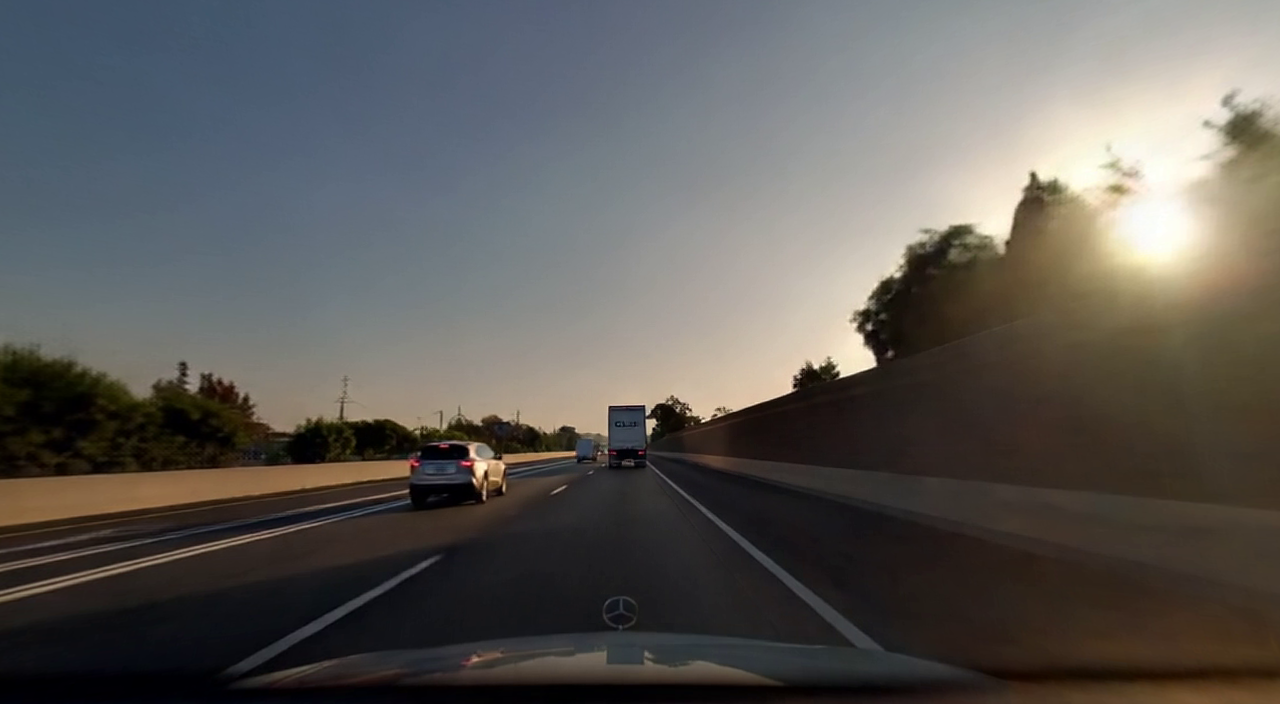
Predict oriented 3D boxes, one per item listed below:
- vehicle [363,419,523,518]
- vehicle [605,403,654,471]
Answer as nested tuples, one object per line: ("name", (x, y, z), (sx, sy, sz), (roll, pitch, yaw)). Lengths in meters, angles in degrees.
("vehicle", (-4.423, 2.733, 15.197), (2.226, 1.935, 5.130), (0, -9, -1))
("vehicle", (-0.709, 5.839, 42.467), (2.923, 4.007, 9.760), (0, -9, -1))
